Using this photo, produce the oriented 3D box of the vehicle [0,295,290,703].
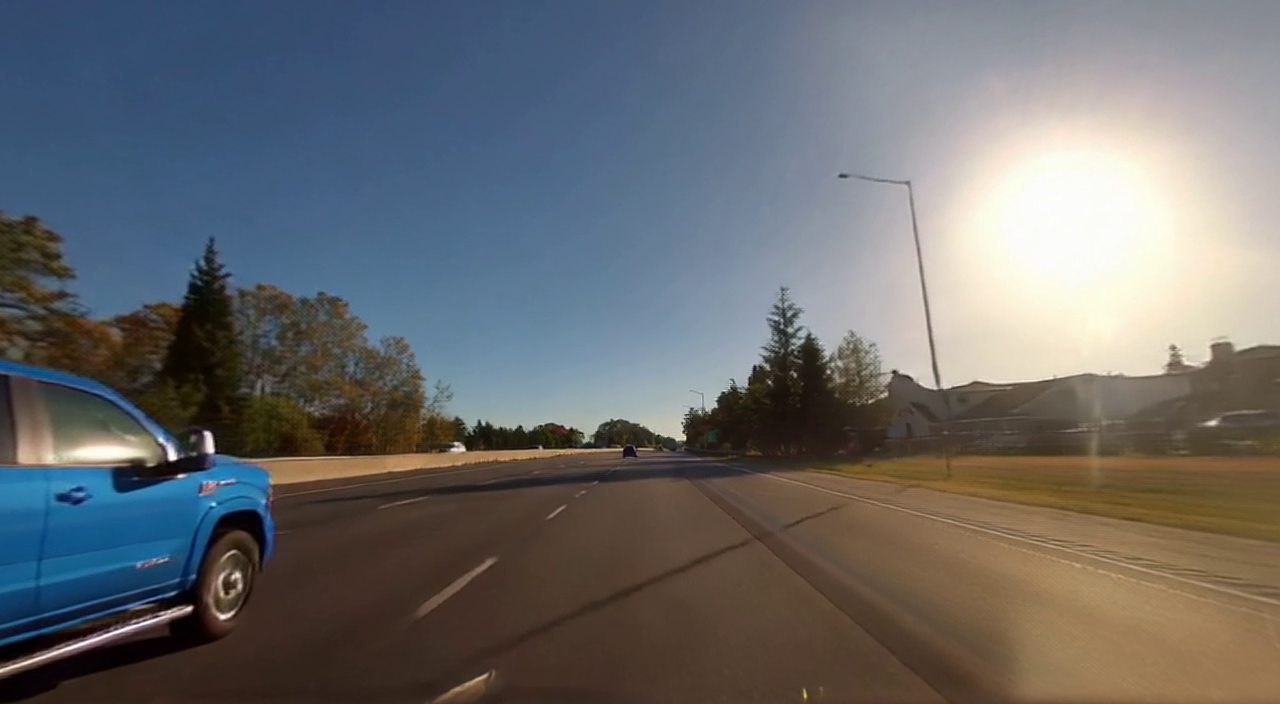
[{"bbox_3d":[-3.561,0.603,1.703,2.202,1.836,5.009,0,-9,2],"label":"vehicle"}]
